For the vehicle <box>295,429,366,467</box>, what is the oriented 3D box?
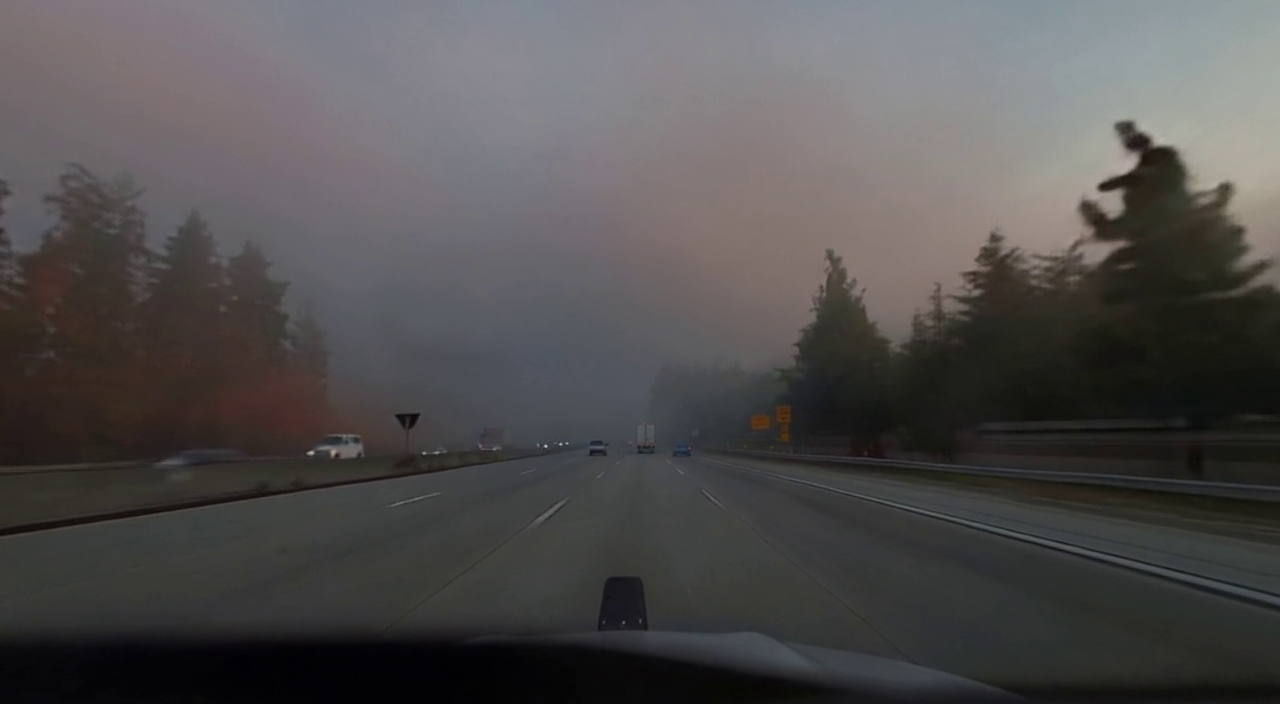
[{"bbox_3d":[-23.936,7.416,48.990,2.523,2.744,5.403,0,-8,2],"label":"vehicle"}]
